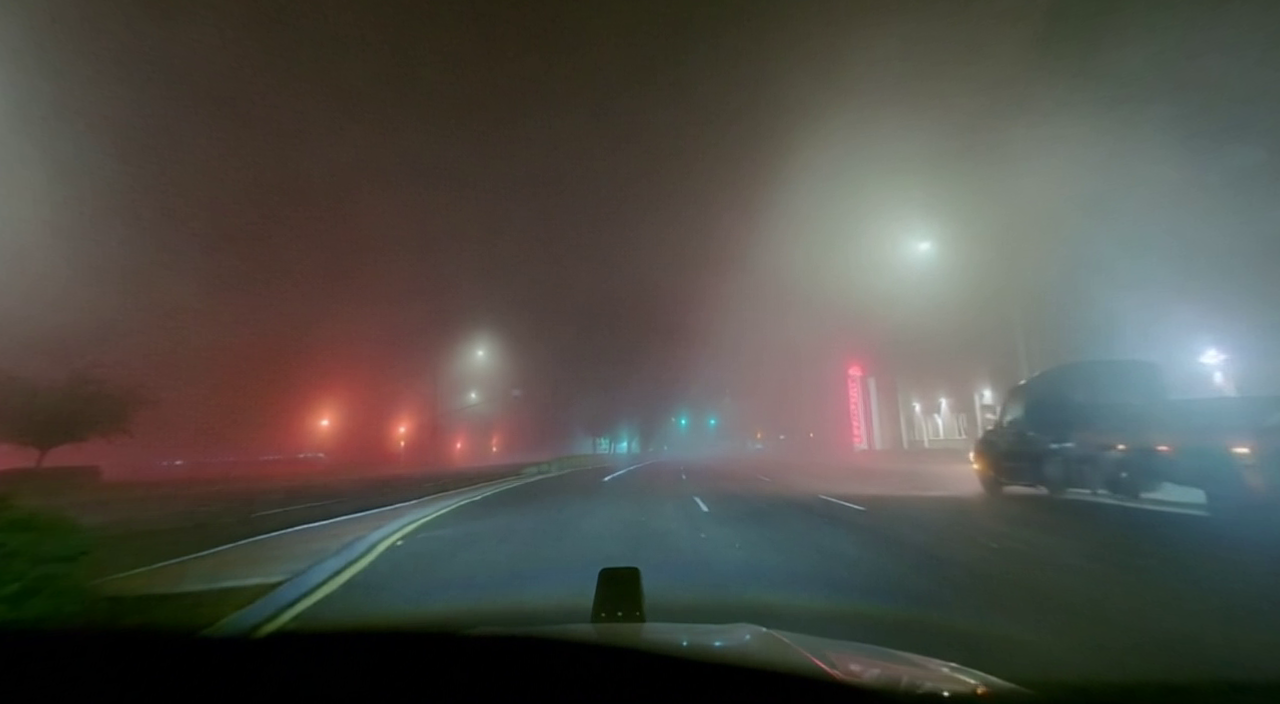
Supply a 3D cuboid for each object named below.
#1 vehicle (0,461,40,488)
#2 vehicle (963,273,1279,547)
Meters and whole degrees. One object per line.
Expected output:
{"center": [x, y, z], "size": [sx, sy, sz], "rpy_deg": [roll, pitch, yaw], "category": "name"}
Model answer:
{"center": [-49.014, 9.380, 48.546], "size": [2.063, 1.854, 4.669], "rpy_deg": [2, -9, -16], "category": "vehicle"}
{"center": [9.710, 1.074, 10.382], "size": [2.946, 3.506, 10.682], "rpy_deg": [0, -9, -1], "category": "vehicle"}
